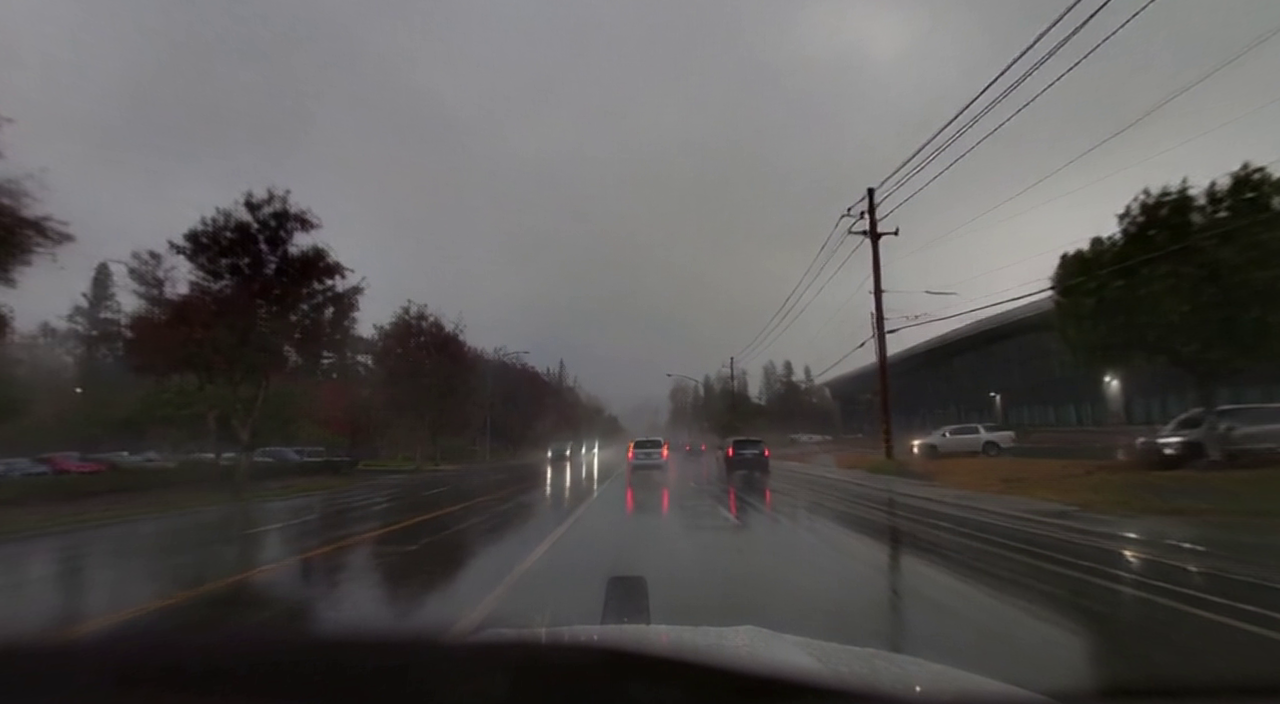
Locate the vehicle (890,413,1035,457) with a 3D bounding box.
[{"bbox_3d":[15.299,3.985,29.968,5.731,1.720,2.822,-8,-10,31],"label":"vehicle"}]

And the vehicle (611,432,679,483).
[{"bbox_3d":[0.195,3.757,22.636,2.200,1.653,4.127,0,-9,1],"label":"vehicle"}]

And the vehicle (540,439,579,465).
[{"bbox_3d":[-5.827,7.340,46.274,2.193,1.802,4.946,0,-9,1],"label":"vehicle"}]

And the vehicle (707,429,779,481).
[{"bbox_3d":[3.628,3.704,22.934,1.914,1.698,4.049,0,-9,0],"label":"vehicle"}]

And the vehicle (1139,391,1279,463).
[{"bbox_3d":[15.945,1.955,16.247,4.392,1.709,2.002,0,-9,-2],"label":"vehicle"}]

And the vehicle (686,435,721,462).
[{"bbox_3d":[4.299,6.637,43.330,2.024,1.711,4.512,0,-9,1],"label":"vehicle"}]
